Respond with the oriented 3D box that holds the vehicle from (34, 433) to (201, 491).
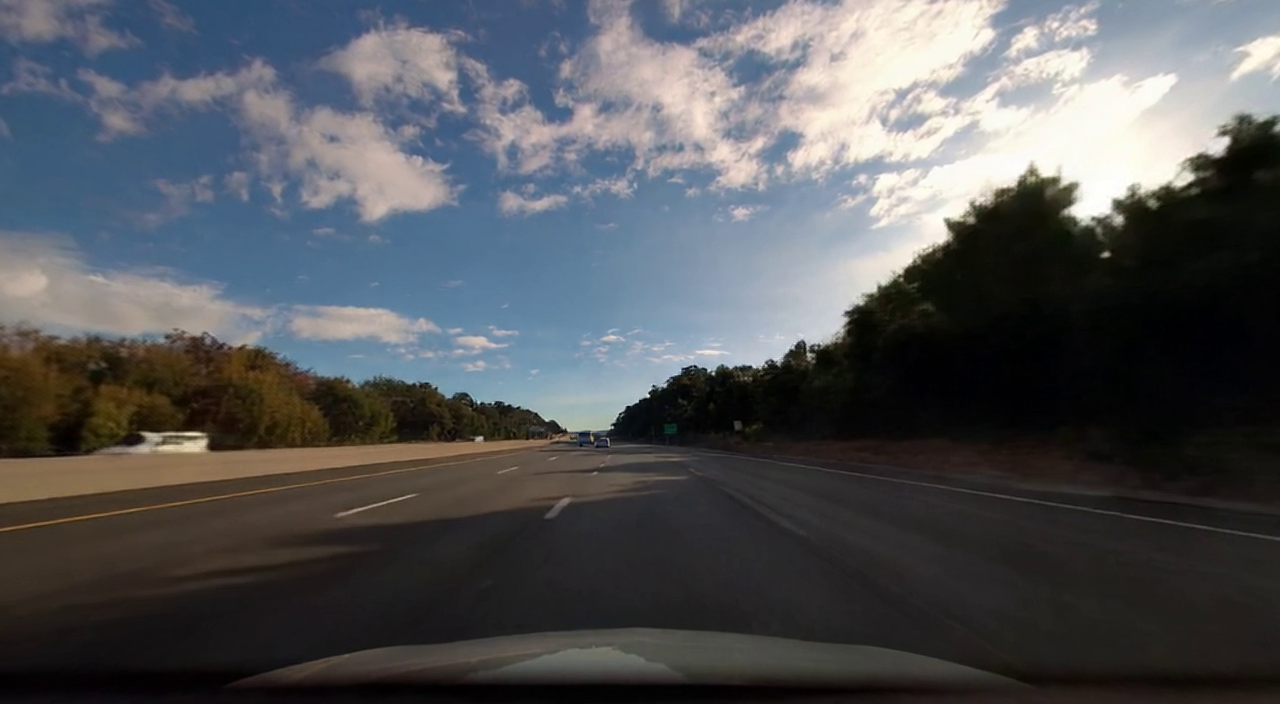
[{"bbox_3d":[-18.994,3.967,23.233,2.079,1.881,4.761,0,-8,0],"label":"vehicle"}]
